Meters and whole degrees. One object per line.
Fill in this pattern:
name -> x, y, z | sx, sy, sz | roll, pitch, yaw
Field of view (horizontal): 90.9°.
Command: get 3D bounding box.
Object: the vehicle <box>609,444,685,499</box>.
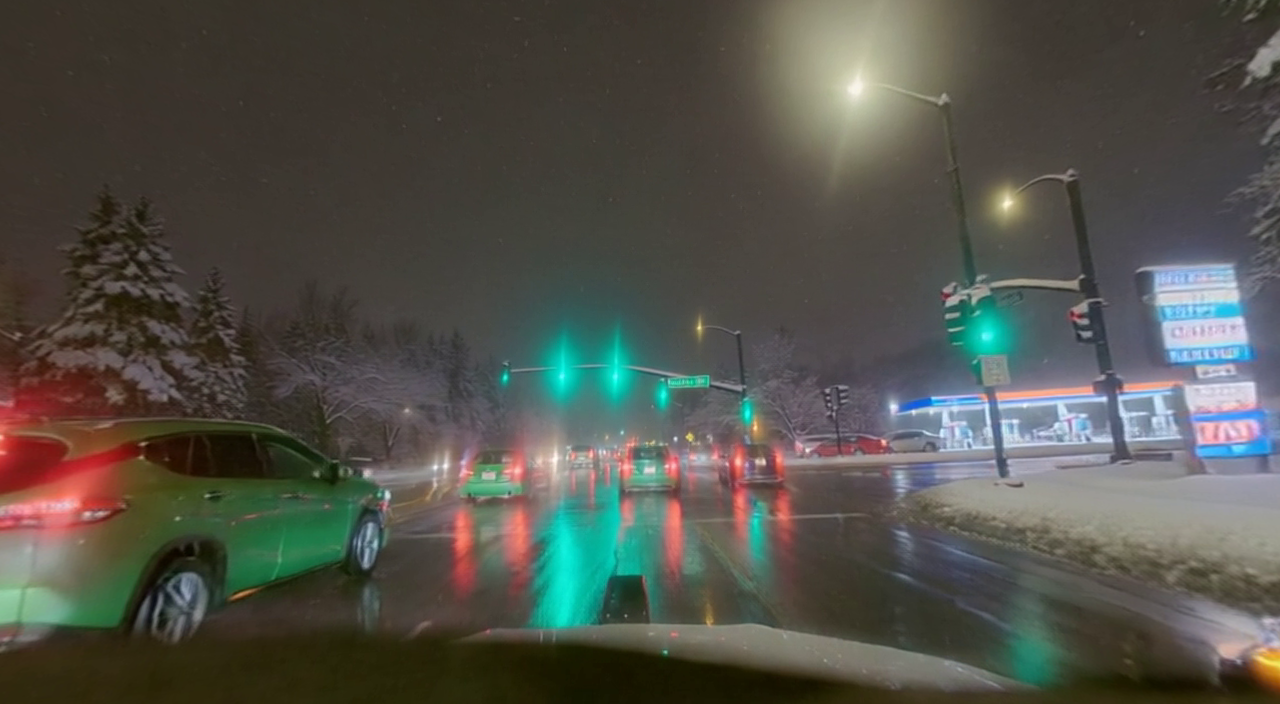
vehicle -> 0.192, 3.459, 18.682 | 1.994, 1.433, 3.894 | 0, -8, 0

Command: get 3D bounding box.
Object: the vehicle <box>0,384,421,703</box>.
vehicle -> -3.757, 1.352, 5.404 | 2.023, 1.687, 4.874 | 0, -8, 0

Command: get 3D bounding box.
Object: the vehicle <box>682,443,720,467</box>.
vehicle -> 3.993, 6.788, 41.949 | 1.942, 1.482, 4.623 | 0, -8, -1

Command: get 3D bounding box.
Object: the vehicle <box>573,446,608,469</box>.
vehicle -> -3.409, 7.340, 43.964 | 1.896, 1.501, 4.390 | -1, -8, 3

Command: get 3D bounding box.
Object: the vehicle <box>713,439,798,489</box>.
vehicle -> 3.720, 3.689, 21.150 | 1.920, 1.479, 4.548 | 0, -8, -1

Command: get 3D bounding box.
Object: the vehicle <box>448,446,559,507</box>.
vehicle -> -3.648, 3.405, 17.787 | 1.995, 1.436, 4.500 | -1, -8, 2
